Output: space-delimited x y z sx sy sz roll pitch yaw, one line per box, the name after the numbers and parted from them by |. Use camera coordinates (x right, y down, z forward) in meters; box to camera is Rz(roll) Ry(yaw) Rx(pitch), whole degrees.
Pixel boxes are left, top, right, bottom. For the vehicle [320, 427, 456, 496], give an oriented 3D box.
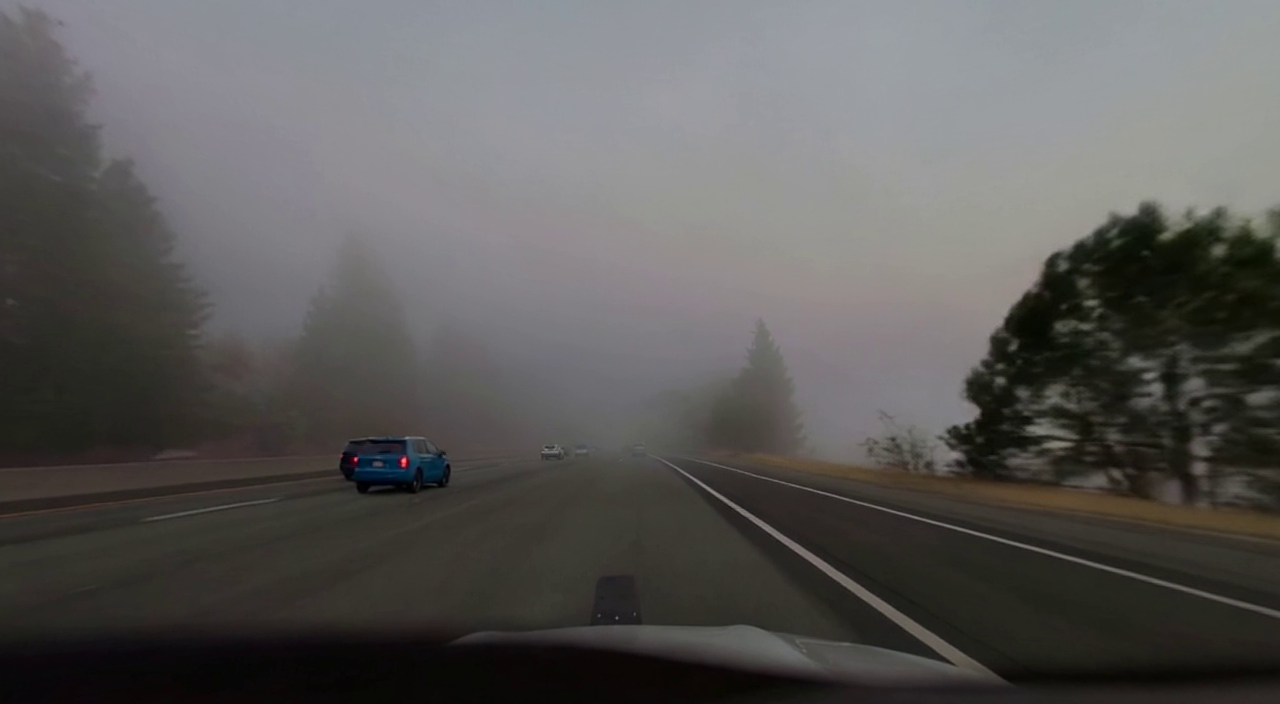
-7.209 3.187 18.716 2.146 1.766 4.502 0 -9 0 | vehicle
